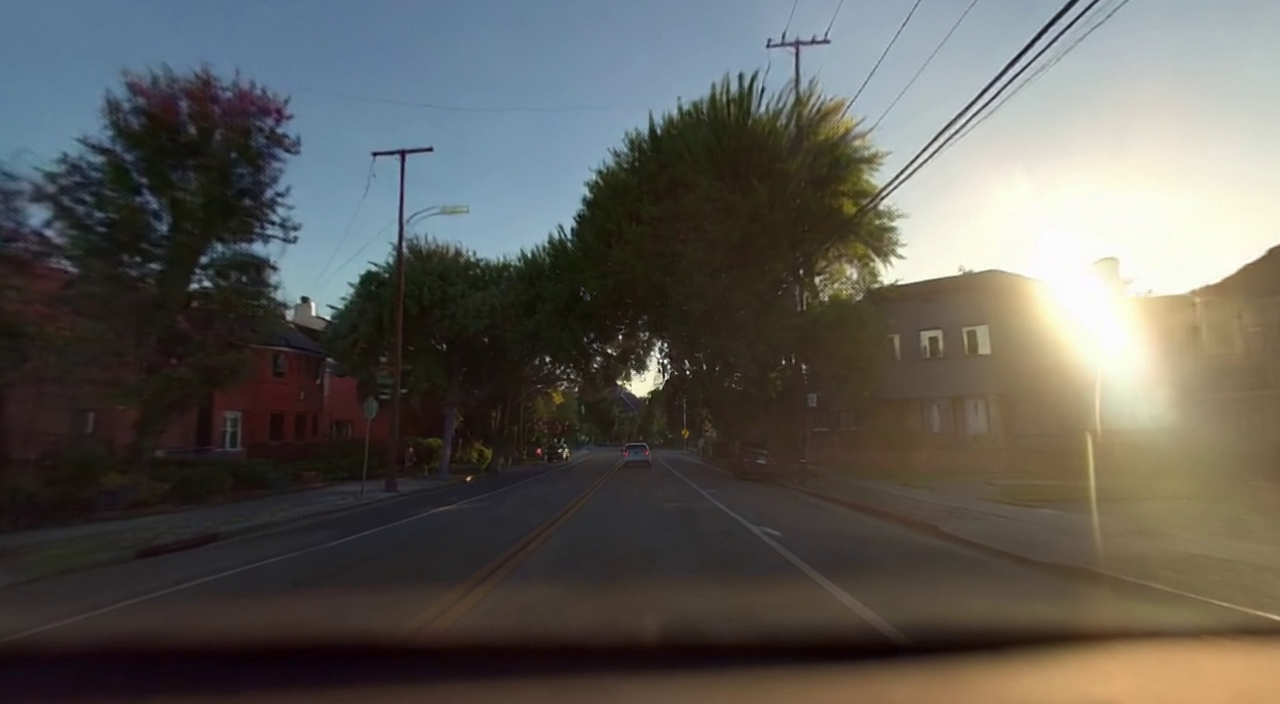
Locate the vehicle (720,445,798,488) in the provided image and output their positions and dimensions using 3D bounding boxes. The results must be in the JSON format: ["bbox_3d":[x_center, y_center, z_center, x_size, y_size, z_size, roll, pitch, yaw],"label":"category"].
[{"bbox_3d":[4.499,4.397,24.669,1.977,1.481,5.155,0,-8,-1],"label":"vehicle"}]

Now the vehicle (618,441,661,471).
[{"bbox_3d":[-0.056,5.397,32.895,2.104,1.500,3.815,0,-8,0],"label":"vehicle"}]
